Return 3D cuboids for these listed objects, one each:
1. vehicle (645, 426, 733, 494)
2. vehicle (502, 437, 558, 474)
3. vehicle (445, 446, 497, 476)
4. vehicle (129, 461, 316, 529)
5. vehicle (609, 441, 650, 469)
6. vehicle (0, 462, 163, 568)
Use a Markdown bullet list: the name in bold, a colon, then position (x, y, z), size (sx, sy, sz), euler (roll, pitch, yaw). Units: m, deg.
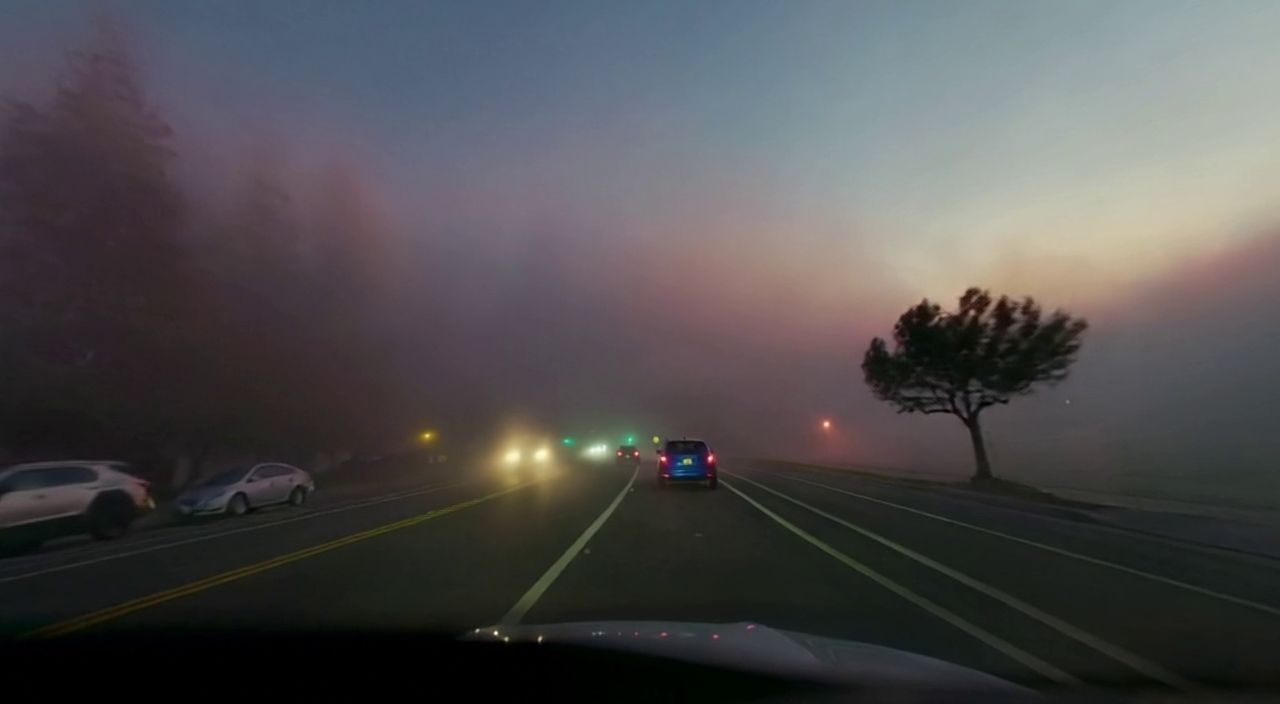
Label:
- **vehicle**: position (1.303, 3.172, 18.912), size (2.200, 1.763, 4.676), euler (0, -8, -1)
- **vehicle**: position (-5.986, 5.682, 34.942), size (2.146, 1.912, 4.878), euler (0, -8, 1)
- **vehicle**: position (-10.900, 7.017, 41.120), size (2.188, 1.813, 4.478), euler (0, -8, -1)
- **vehicle**: position (-11.024, 3.761, 17.187), size (1.831, 1.464, 4.520), euler (-1, -8, 3)
- **vehicle**: position (-0.655, 5.770, 35.619), size (2.196, 1.449, 4.006), euler (0, -8, -3)
- **vehicle**: position (-11.524, 2.903, 11.181), size (2.150, 1.644, 5.120), euler (-5, -9, 1)
